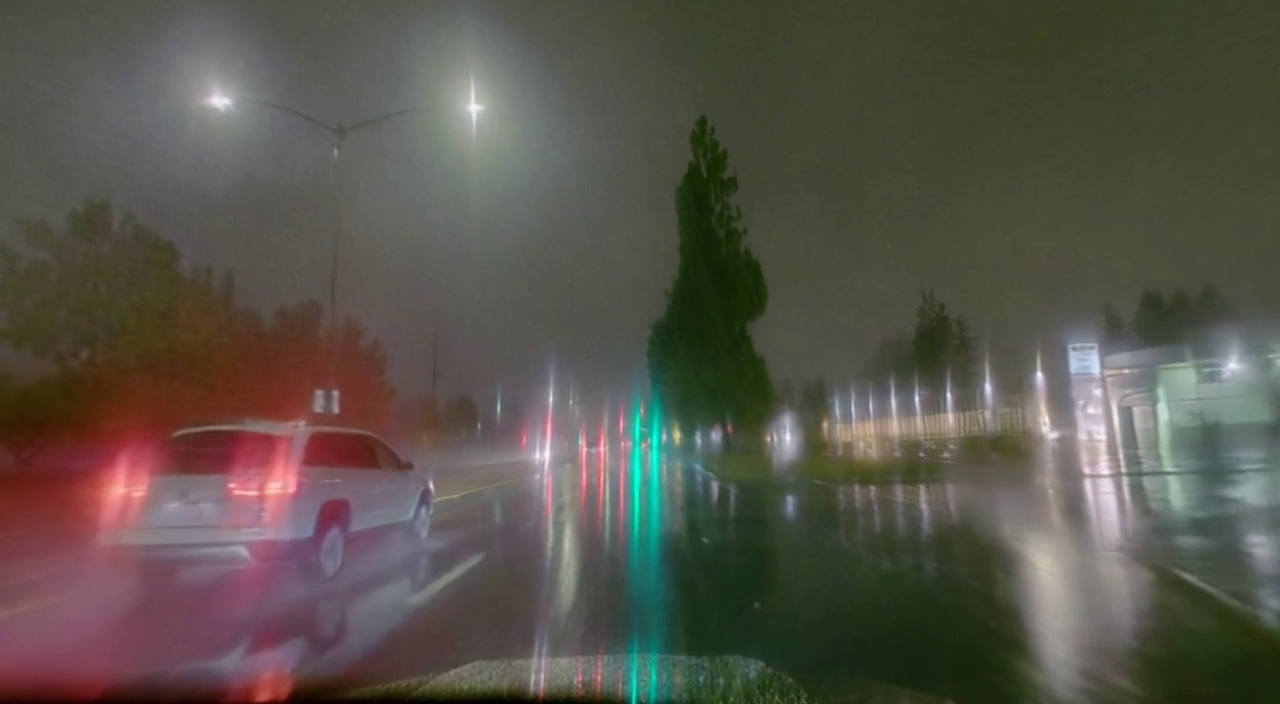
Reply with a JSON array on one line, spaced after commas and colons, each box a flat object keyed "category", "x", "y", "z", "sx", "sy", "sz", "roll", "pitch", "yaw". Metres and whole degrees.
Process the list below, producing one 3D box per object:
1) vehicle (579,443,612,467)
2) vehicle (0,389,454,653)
[{"category": "vehicle", "x": -3.415, "y": 8.023, "z": 49.398, "sx": 2.179, "sy": 1.771, "sz": 4.267, "roll": 0, "pitch": -9, "yaw": 1}, {"category": "vehicle", "x": -3.776, "y": 1.448, "z": 6.531, "sx": 2.202, "sy": 1.685, "sz": 4.772, "roll": 0, "pitch": -9, "yaw": 1}]
